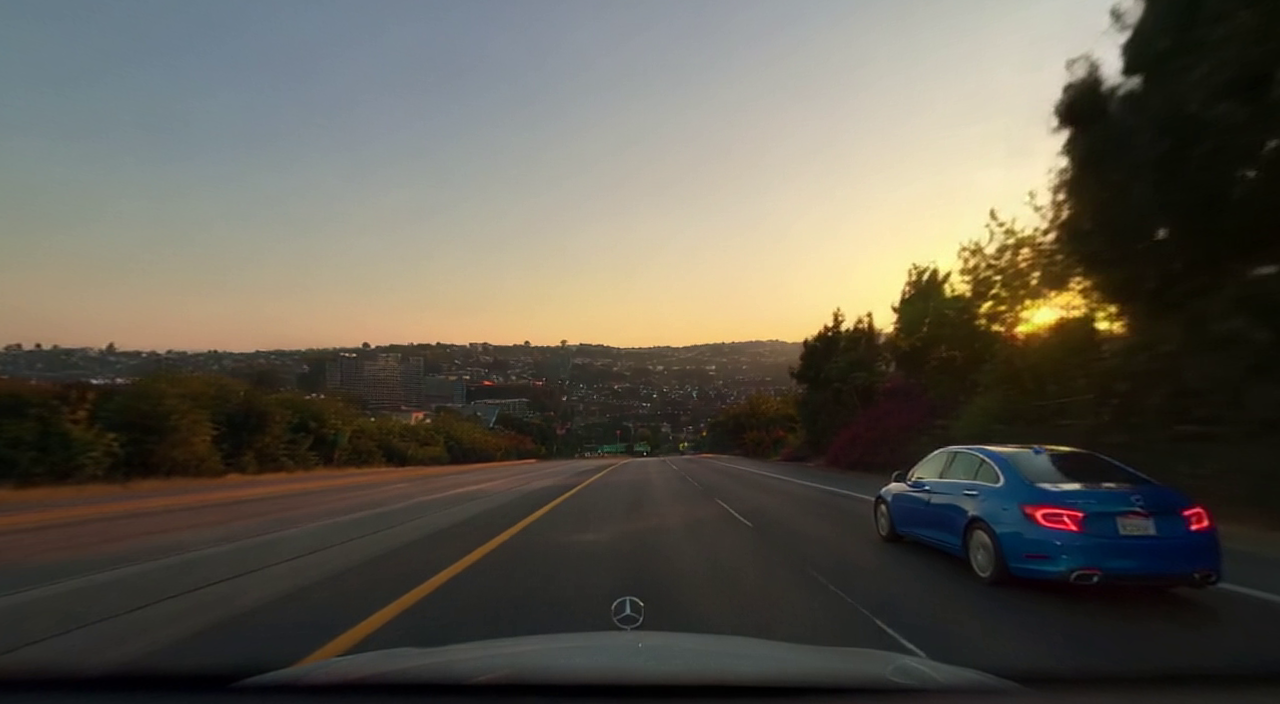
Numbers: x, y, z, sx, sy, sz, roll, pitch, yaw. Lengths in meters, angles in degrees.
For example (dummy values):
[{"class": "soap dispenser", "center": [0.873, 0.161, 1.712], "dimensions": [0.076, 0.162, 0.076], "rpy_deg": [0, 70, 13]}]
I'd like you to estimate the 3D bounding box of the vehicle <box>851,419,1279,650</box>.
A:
[{"class": "vehicle", "center": [4.070, 1.548, 6.592], "dimensions": [2.053, 1.490, 4.799], "rpy_deg": [0, -8, 0]}]
